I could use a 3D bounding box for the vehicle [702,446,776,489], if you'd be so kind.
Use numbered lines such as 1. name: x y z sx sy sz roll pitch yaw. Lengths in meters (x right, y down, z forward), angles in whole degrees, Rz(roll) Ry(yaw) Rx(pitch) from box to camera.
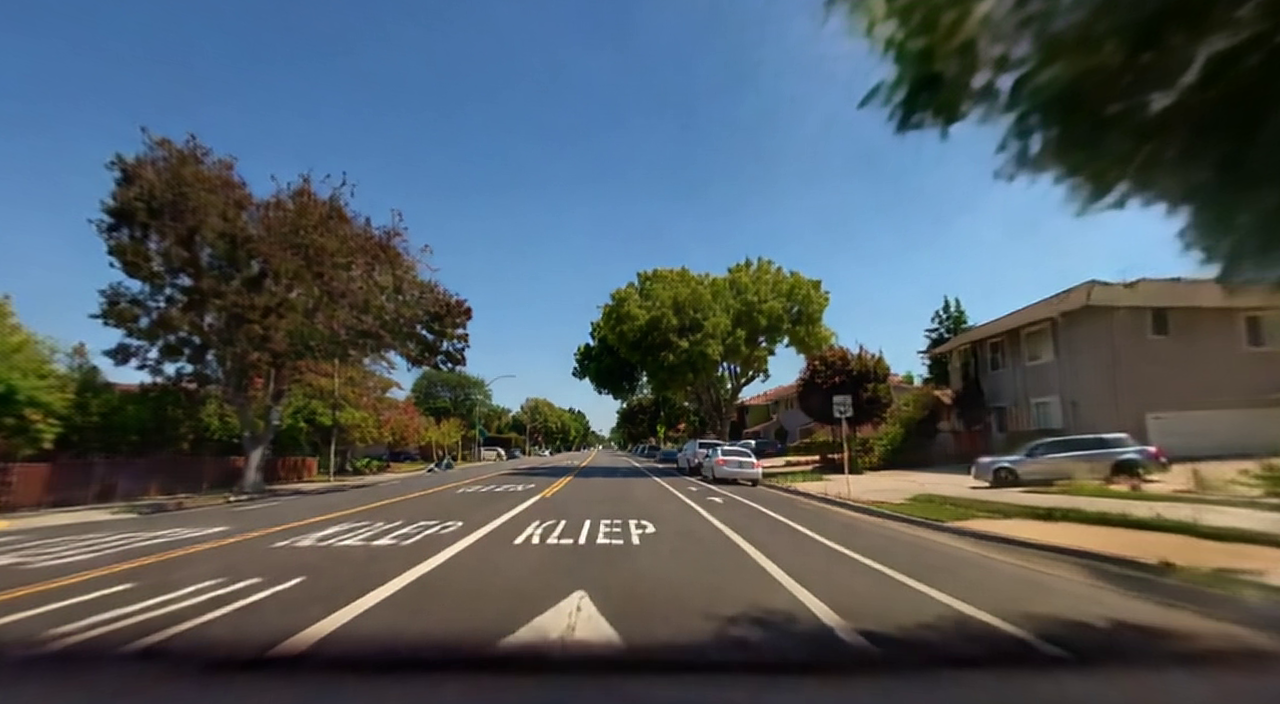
1. vehicle: 3.673 4.383 24.283 1.919 1.474 4.370 1 -9 -3

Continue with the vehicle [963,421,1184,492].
1. vehicle: 11.282 2.736 16.729 4.492 1.619 1.849 -6 -11 36

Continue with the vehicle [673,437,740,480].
1. vehicle: 3.095 5.159 30.917 2.293 1.858 5.868 1 -9 -3
